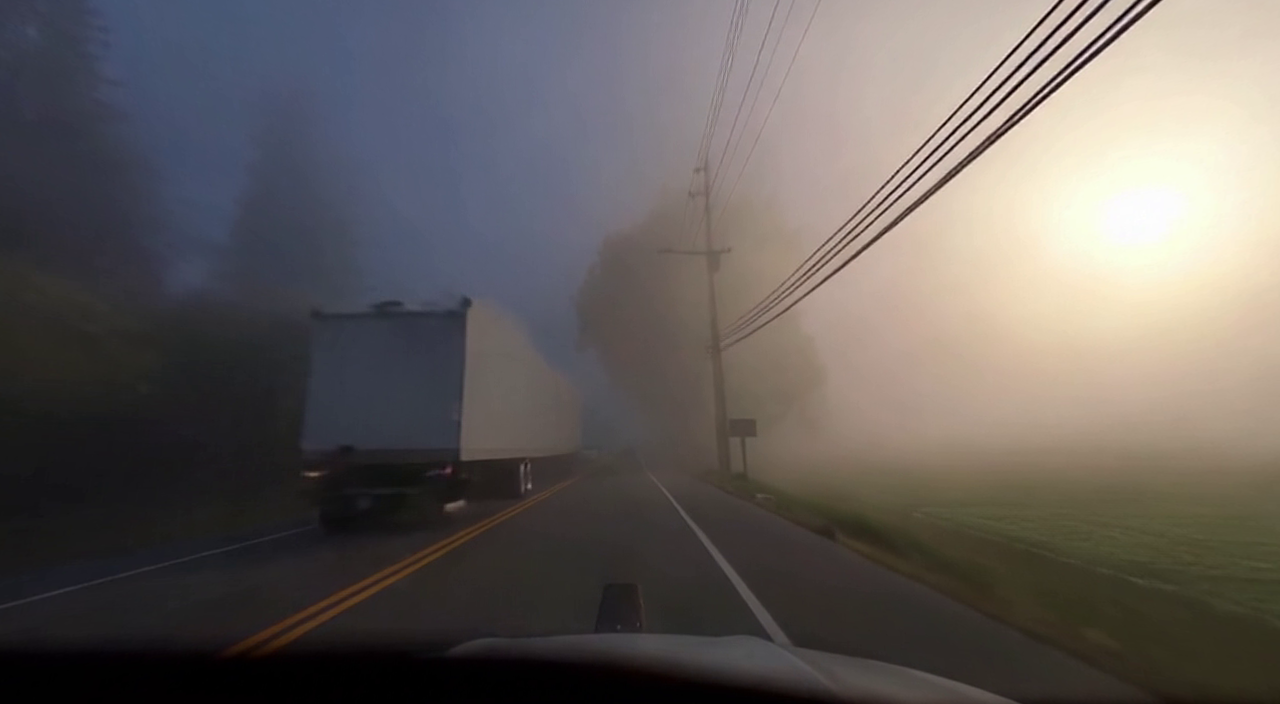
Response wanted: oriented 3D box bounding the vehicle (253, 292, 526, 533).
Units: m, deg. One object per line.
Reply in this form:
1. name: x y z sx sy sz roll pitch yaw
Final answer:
1. vehicle: -4.774 1.465 13.816 3.544 4.103 5.897 -1 -10 -1
